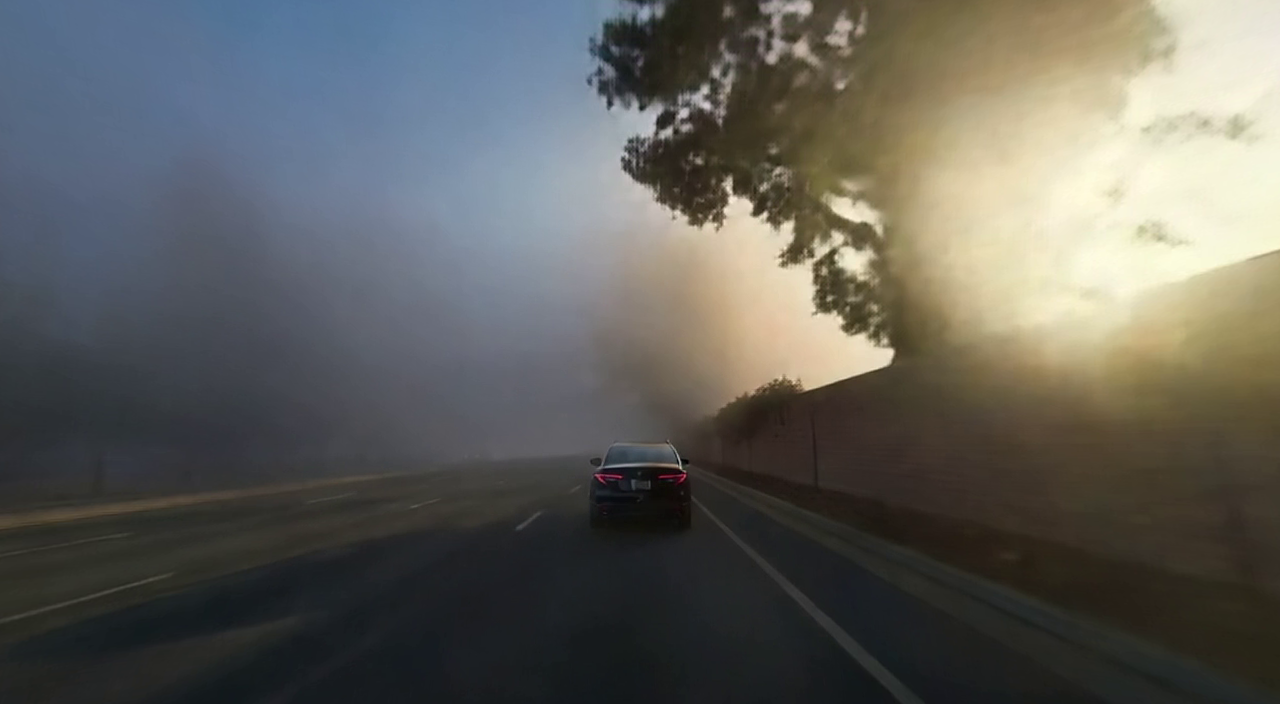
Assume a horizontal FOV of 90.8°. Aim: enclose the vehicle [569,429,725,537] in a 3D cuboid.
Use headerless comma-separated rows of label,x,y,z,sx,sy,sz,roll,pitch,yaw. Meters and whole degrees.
vehicle,0.065,2.179,11.166,2.205,1.509,4.272,0,-8,-1
